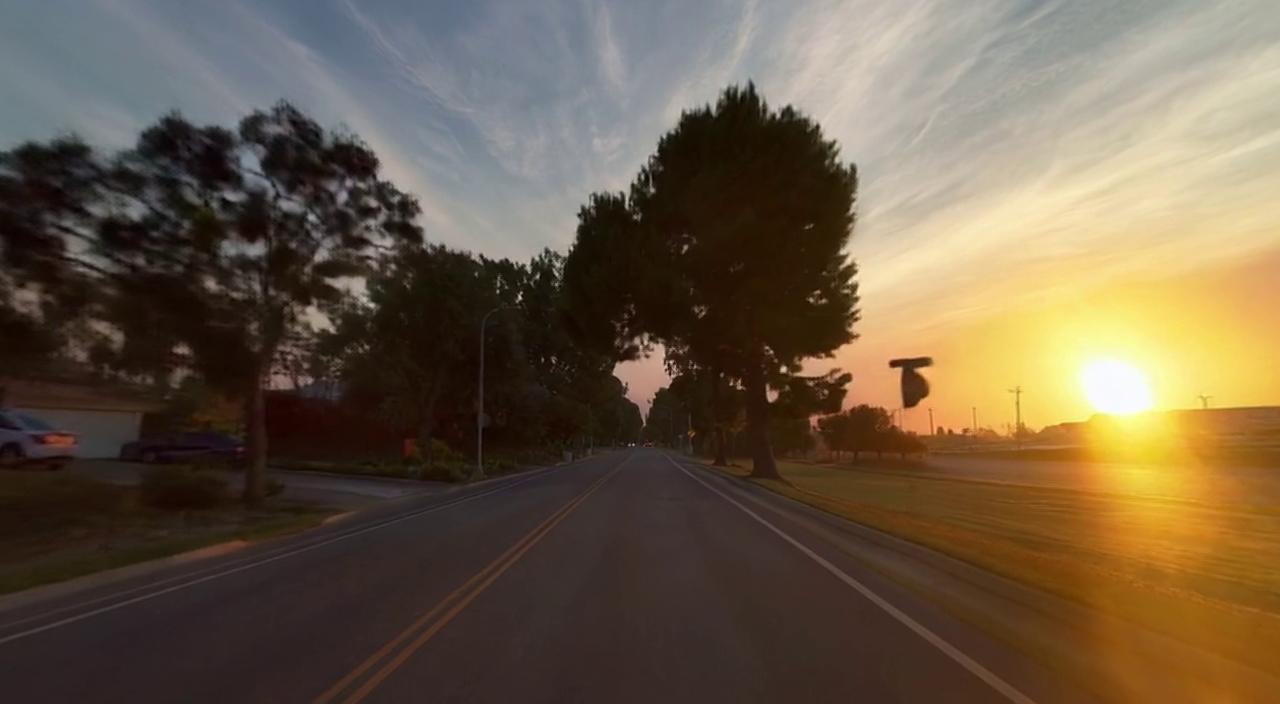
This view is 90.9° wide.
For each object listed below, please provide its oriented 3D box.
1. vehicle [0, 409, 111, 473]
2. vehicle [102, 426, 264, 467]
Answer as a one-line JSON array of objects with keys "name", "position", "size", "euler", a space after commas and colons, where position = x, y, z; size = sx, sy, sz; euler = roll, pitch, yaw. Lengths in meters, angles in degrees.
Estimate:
[{"name": "vehicle", "position": [-20.272, 2.839, 20.506], "size": [4.511, 1.876, 2.044], "euler": [0, -8, 10]}, {"name": "vehicle", "position": [-19.146, 3.996, 26.713], "size": [5.008, 1.619, 2.102], "euler": [3, -8, -15]}]
